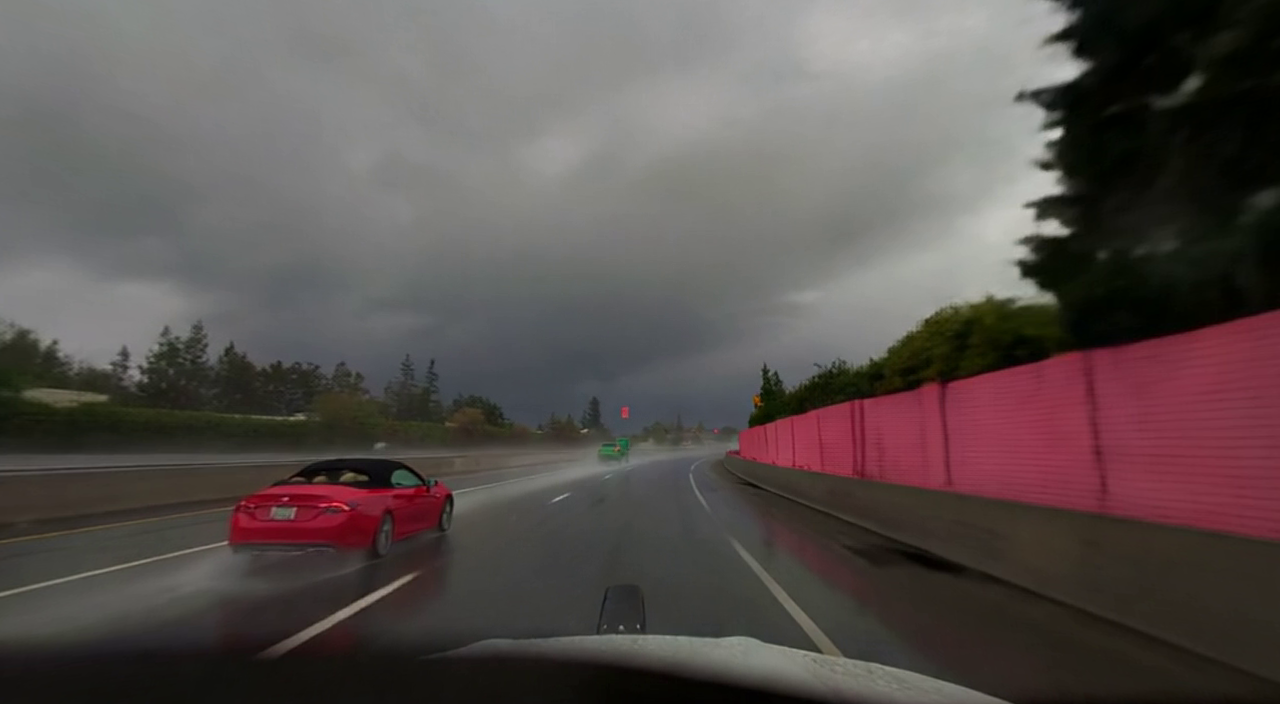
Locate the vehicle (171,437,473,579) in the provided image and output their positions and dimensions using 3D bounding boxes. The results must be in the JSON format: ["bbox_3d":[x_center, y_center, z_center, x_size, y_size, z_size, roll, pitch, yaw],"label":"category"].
[{"bbox_3d":[-3.801,1.924,8.595,1.746,1.405,4.339,-1,-9,2],"label":"vehicle"}]

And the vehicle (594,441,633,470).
[{"bbox_3d":[-1.597,6.378,38.927,1.833,1.697,3.984,-1,-9,6],"label":"vehicle"}]
